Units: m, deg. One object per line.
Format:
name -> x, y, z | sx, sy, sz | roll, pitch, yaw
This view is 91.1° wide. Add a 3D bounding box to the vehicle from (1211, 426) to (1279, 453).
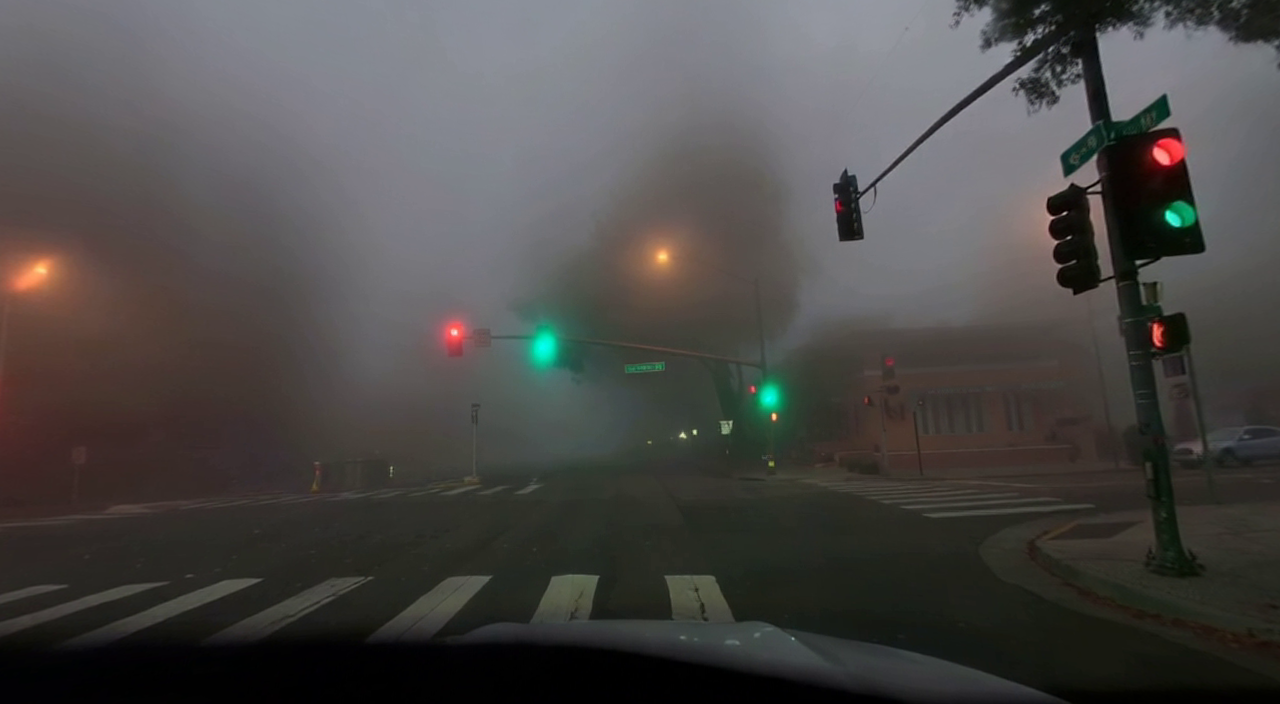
vehicle -> 35.306, 4.907, 35.256 | 4.493, 1.453, 1.849 | 0, -8, 2
